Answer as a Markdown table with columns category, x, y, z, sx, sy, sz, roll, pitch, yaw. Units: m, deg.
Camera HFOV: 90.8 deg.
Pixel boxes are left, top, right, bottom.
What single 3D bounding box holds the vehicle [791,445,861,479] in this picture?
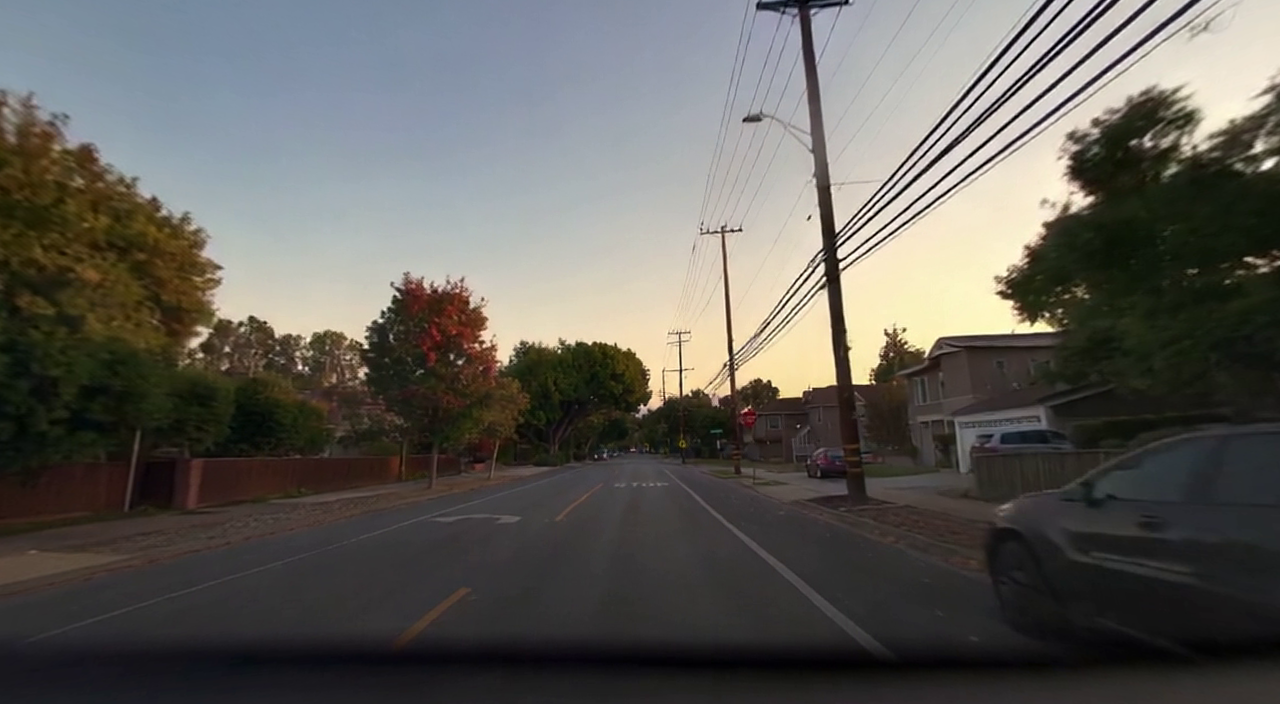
| category | x | y | z | sx | sy | sz | roll | pitch | yaw |
| --- | --- | --- | --- | --- | --- | --- | --- | --- | --- |
| vehicle | 8.752 | 5.188 | 30.154 | 1.811 | 1.491 | 4.407 | 0 | -9 | -2 |

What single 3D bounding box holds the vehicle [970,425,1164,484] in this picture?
| category | x | y | z | sx | sy | sz | roll | pitch | yaw |
| --- | --- | --- | --- | --- | --- | --- | --- | --- | --- |
| vehicle | 15.248 | 3.693 | 22.868 | 5.188 | 1.955 | 2.444 | -1 | -9 | 1 |

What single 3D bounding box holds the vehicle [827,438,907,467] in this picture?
| category | x | y | z | sx | sy | sz | roll | pitch | yaw |
| --- | --- | --- | --- | --- | --- | --- | --- | --- | --- |
| vehicle | 14.790 | 6.605 | 41.320 | 4.376 | 1.488 | 1.962 | -4 | -10 | 0 |
